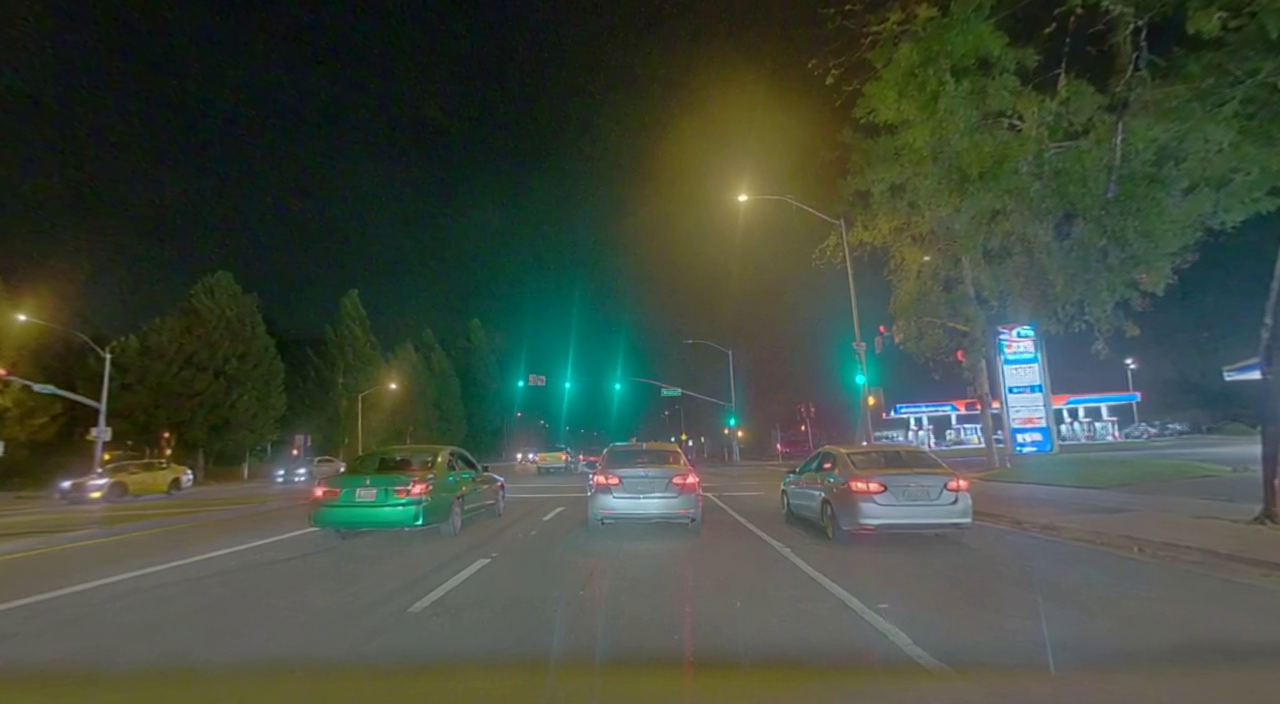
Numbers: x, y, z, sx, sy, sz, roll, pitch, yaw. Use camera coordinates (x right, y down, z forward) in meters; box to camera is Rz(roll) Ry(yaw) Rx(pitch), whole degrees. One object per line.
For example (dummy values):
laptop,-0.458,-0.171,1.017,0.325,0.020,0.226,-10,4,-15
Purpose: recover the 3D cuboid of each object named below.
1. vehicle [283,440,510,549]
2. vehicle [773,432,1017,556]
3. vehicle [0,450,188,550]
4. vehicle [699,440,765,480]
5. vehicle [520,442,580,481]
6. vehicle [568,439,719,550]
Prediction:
vehicle,-3.739,2.249,10.746,1.995,1.436,4.500,0,-8,1
vehicle,3.589,2.068,9.999,1.920,1.479,4.548,0,-8,-1
vehicle,-10.543,2.460,10.968,1.964,1.460,4.428,0,-8,1
vehicle,3.670,4.387,25.932,1.942,1.482,4.623,0,-8,-1
vehicle,-3.790,4.694,27.323,1.896,1.501,4.390,0,-8,1
vehicle,-0.005,2.174,10.337,1.994,1.433,3.894,0,-8,-2
